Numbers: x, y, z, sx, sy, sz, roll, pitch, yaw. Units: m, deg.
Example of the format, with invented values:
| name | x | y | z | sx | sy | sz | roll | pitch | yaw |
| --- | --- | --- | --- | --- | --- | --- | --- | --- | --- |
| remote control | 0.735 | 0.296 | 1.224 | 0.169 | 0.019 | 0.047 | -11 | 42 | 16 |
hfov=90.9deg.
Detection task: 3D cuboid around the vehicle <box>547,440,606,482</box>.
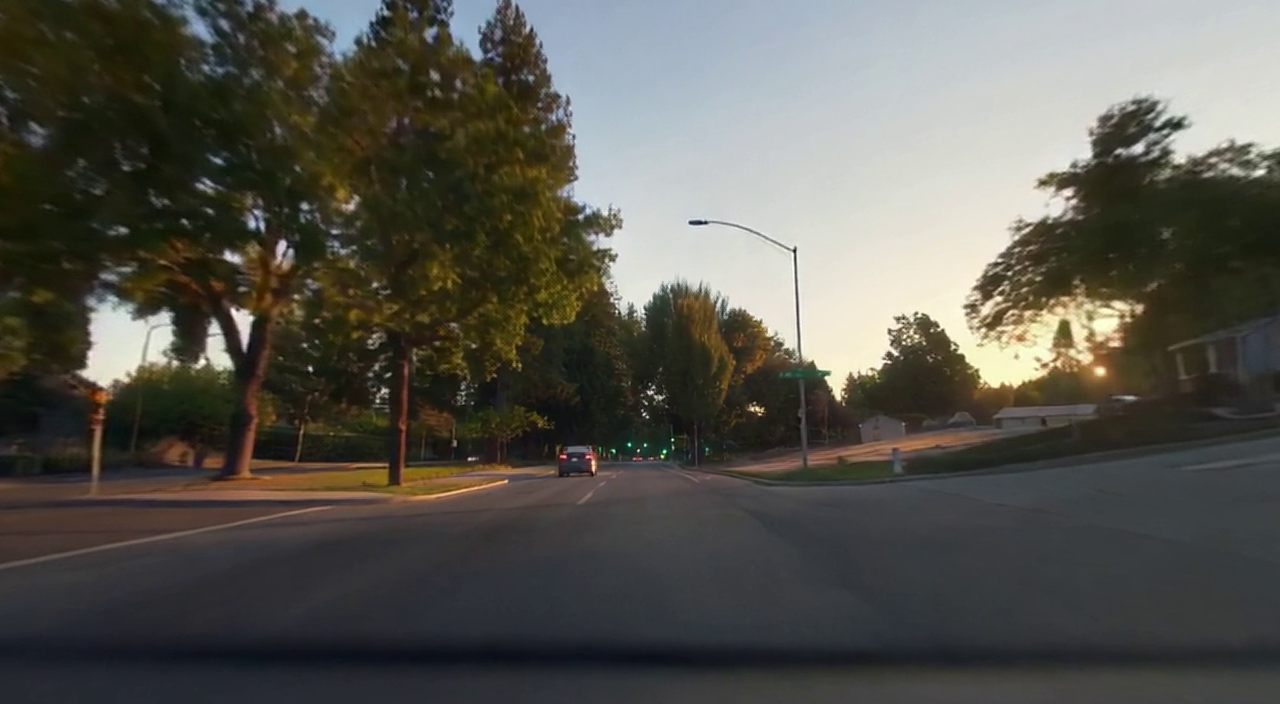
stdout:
| name | x | y | z | sx | sy | sz | roll | pitch | yaw |
| --- | --- | --- | --- | --- | --- | --- | --- | --- | --- |
| vehicle | -2.666 | 4.675 | 27.371 | 2.016 | 1.694 | 4.335 | 0 | -8 | 1 |
